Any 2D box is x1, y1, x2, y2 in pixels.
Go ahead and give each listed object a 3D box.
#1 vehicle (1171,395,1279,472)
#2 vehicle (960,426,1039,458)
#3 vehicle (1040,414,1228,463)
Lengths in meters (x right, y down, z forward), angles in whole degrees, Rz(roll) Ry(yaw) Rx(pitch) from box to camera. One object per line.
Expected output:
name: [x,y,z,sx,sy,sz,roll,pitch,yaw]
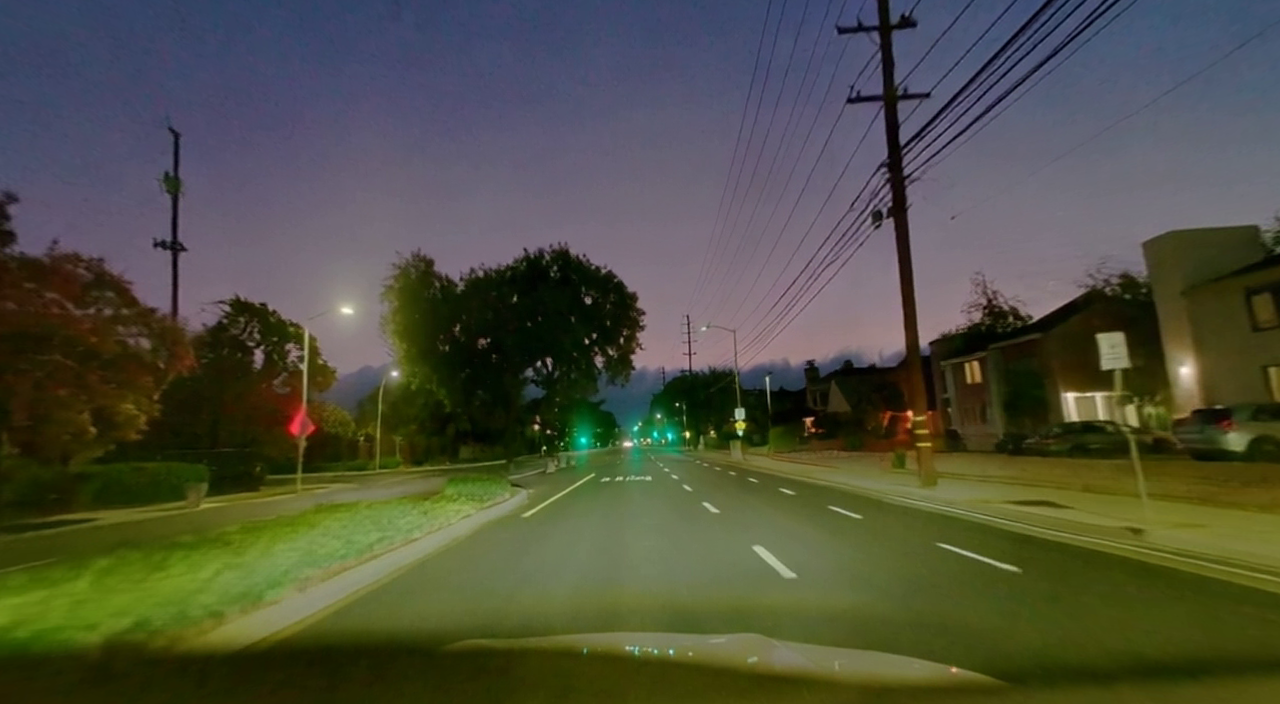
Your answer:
vehicle: [16.762,2.062,15.886,4.833,1.786,2.136,0,-8,0]
vehicle: [22.101,5.567,39.057,1.960,1.873,4.839,0,-8,-1]
vehicle: [16.590,2.924,21.399,4.681,1.541,2.049,0,-8,-3]
